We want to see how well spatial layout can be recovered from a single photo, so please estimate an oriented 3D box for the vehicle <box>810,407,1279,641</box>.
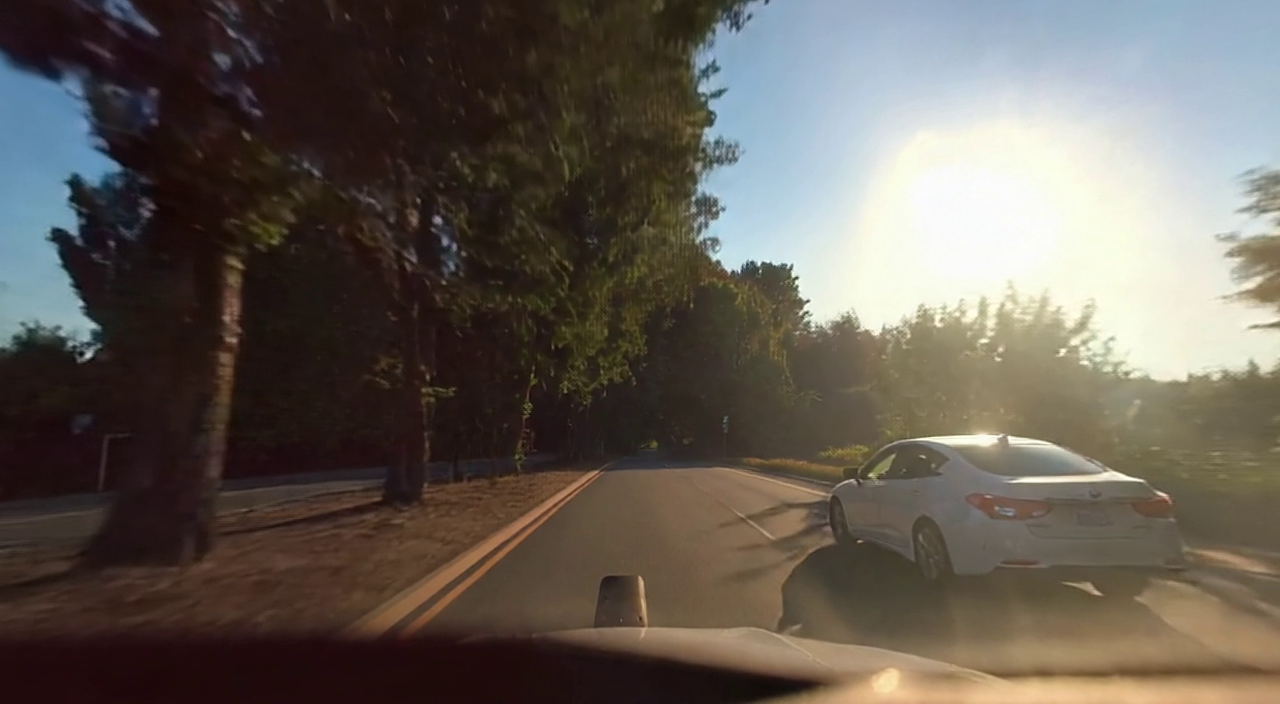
[{"bbox_3d":[3.482,1.529,6.708,2.060,1.584,4.592,0,-9,0],"label":"vehicle"}]
